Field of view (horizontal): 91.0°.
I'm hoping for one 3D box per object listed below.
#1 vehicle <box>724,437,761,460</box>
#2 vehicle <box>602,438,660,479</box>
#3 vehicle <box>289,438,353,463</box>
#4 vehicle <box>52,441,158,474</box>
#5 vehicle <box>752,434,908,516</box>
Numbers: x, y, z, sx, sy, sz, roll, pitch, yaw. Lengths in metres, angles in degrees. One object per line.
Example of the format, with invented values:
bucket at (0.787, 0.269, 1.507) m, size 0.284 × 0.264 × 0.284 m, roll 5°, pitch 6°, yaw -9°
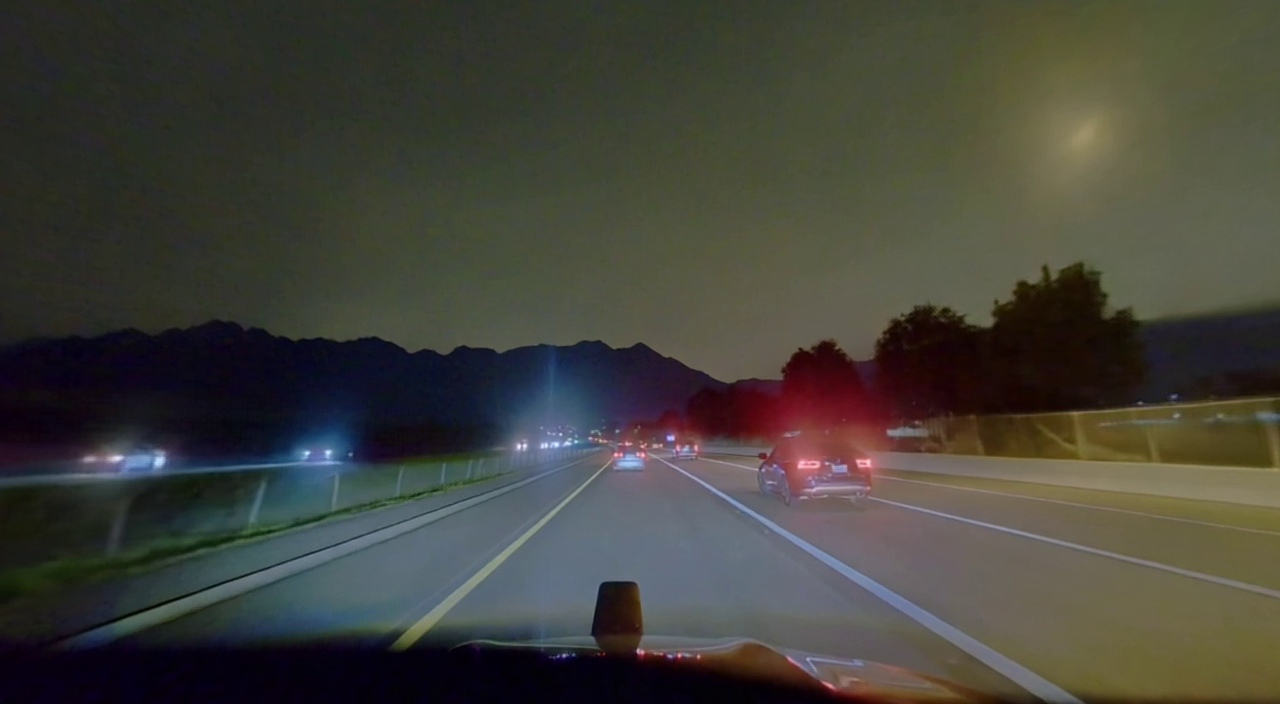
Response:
vehicle at (7.611, 7.219, 47.106) m, size 1.996 × 1.637 × 3.990 m, roll 0°, pitch -8°, yaw -2°
vehicle at (-0.307, 4.132, 24.649) m, size 2.085 × 1.449 × 3.860 m, roll 0°, pitch -8°, yaw 0°
vehicle at (-25.026, 7.772, 49.653) m, size 2.089 × 1.813 × 5.758 m, roll 0°, pitch -9°, yaw 0°
vehicle at (-31.968, 6.300, 37.849) m, size 2.027 × 1.826 × 4.921 m, roll 0°, pitch -8°, yaw 0°
vehicle at (3.786, 2.524, 13.466) m, size 1.957 × 1.447 × 4.241 m, roll 0°, pitch -8°, yaw -1°
